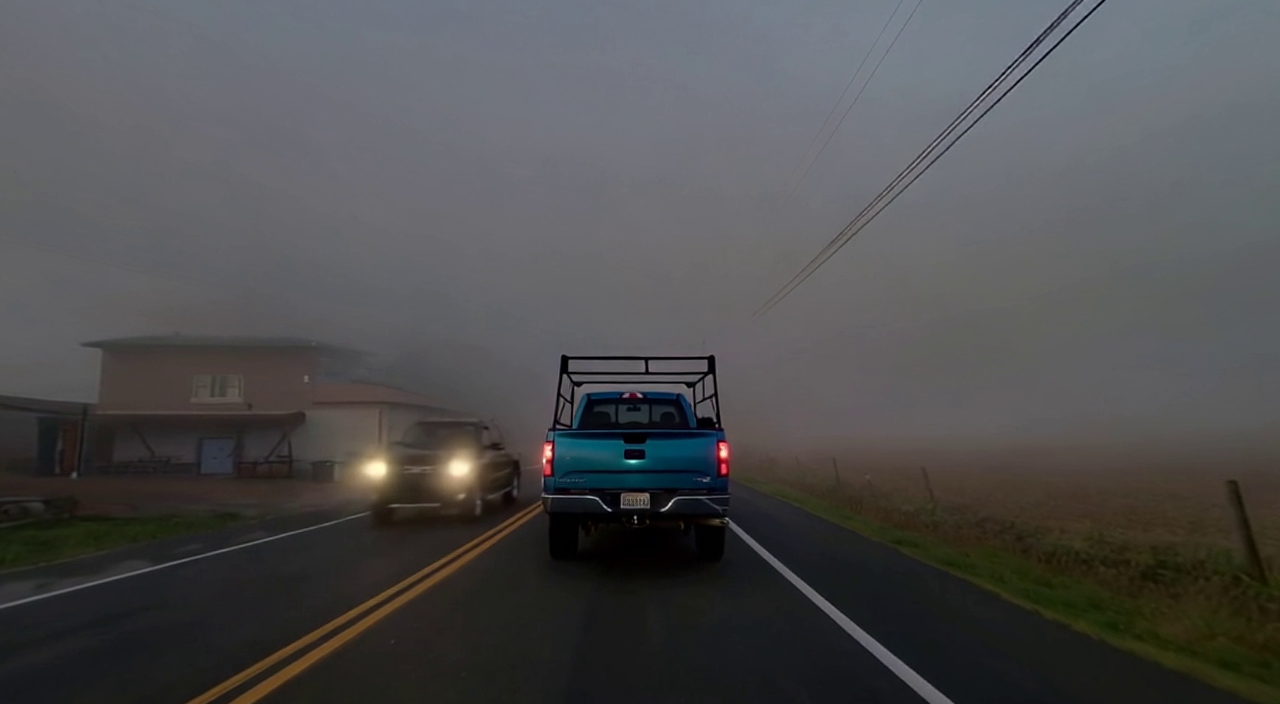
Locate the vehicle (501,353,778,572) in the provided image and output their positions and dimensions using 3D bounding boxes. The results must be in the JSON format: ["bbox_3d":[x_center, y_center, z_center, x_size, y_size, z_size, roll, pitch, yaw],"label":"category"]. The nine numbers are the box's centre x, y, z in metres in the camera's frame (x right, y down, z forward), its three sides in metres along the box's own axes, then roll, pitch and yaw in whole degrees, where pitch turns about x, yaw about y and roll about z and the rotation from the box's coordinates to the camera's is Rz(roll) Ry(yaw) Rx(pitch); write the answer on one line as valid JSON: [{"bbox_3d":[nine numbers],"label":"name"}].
[{"bbox_3d":[-0.084,1.694,10.409,2.912,2.320,7.292,0,-8,-1],"label":"vehicle"}]

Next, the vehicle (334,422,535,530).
[{"bbox_3d":[-3.836,2.455,13.236,2.343,1.727,5.684,0,-8,0],"label":"vehicle"}]
